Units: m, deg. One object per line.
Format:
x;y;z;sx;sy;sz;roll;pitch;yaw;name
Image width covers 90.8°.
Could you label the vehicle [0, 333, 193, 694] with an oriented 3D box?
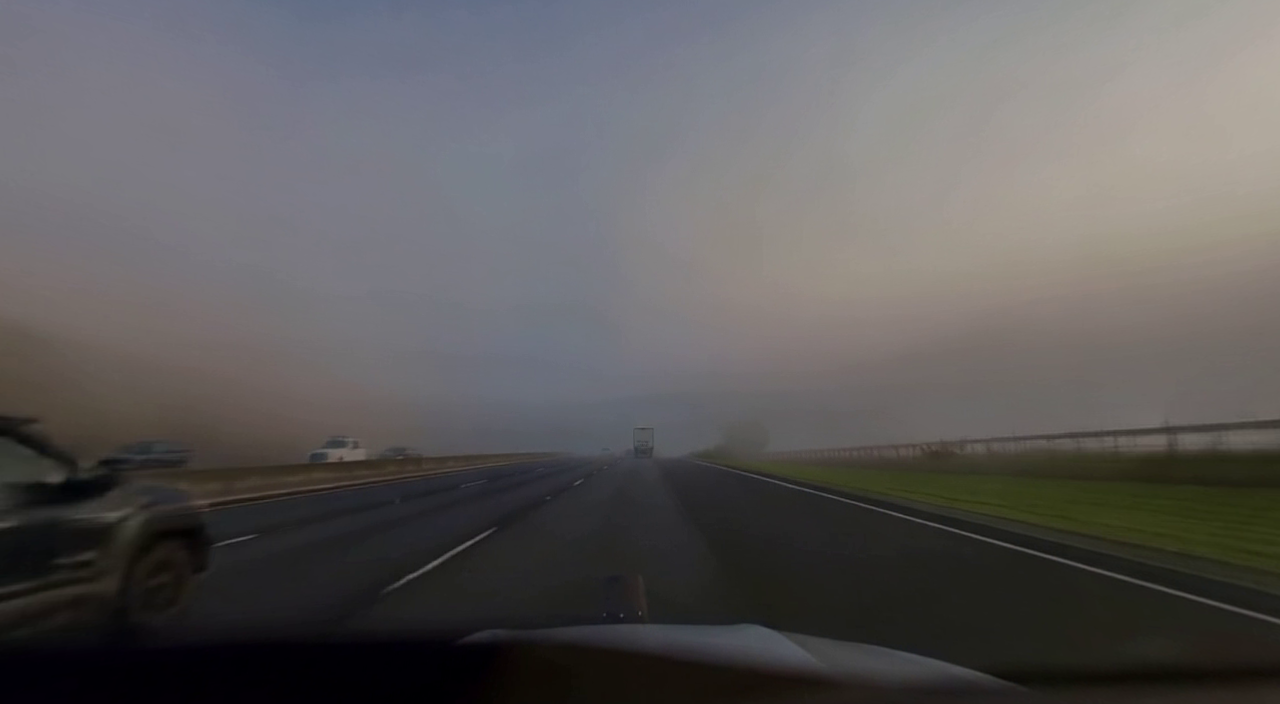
-4.116;0.625;2.040;2.216;1.678;4.204;0;-9;0;vehicle
